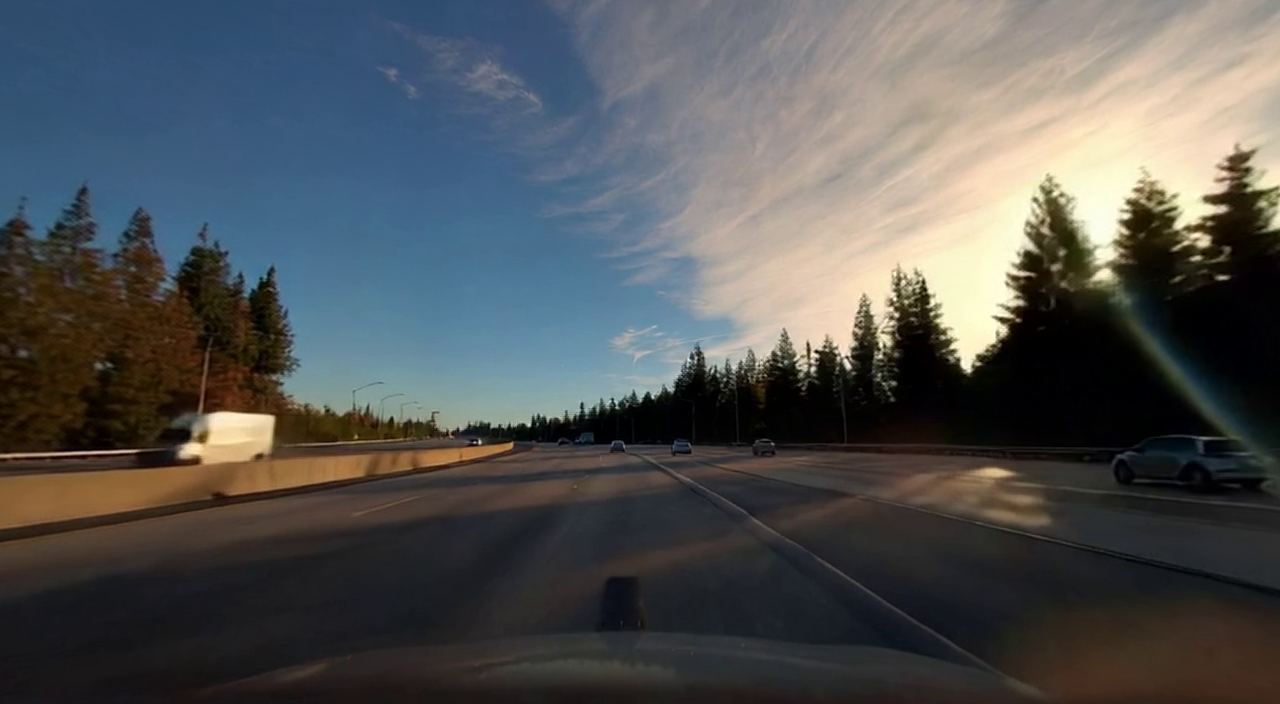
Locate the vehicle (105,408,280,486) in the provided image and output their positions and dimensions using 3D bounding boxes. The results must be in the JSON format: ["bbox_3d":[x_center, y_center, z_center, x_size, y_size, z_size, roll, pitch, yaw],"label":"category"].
[{"bbox_3d":[-16.847,3.670,24.311,2.353,2.600,5.917,0,-9,-1],"label":"vehicle"}]

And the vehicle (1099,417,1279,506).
[{"bbox_3d":[14.205,2.603,15.202,2.107,1.803,5.385,0,-9,-1],"label":"vehicle"}]
